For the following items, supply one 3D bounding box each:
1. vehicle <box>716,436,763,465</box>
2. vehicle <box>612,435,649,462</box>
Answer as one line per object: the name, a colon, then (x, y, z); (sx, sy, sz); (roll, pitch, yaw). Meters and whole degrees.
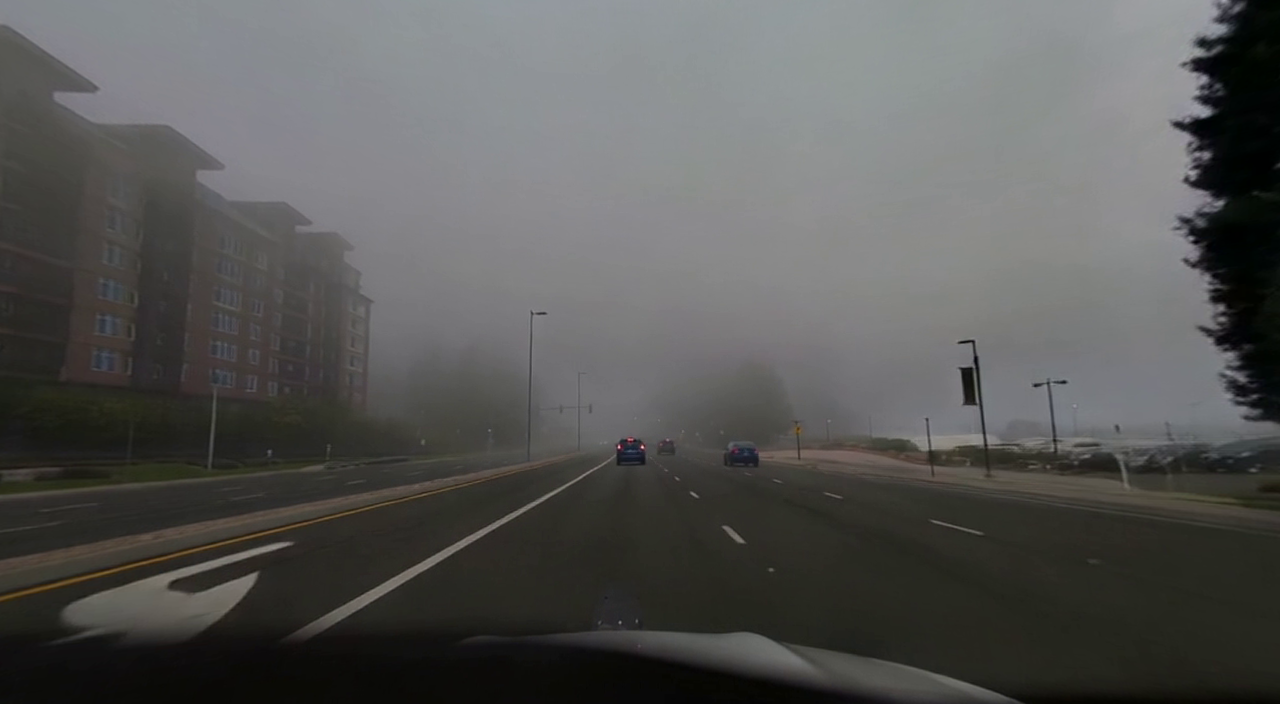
vehicle: (6.555, 6.547, 41.954); (2.136, 1.799, 4.796); (1, -9, -2)
vehicle: (-0.691, 7.462, 48.801); (2.682, 1.908, 5.706); (0, -9, -1)
